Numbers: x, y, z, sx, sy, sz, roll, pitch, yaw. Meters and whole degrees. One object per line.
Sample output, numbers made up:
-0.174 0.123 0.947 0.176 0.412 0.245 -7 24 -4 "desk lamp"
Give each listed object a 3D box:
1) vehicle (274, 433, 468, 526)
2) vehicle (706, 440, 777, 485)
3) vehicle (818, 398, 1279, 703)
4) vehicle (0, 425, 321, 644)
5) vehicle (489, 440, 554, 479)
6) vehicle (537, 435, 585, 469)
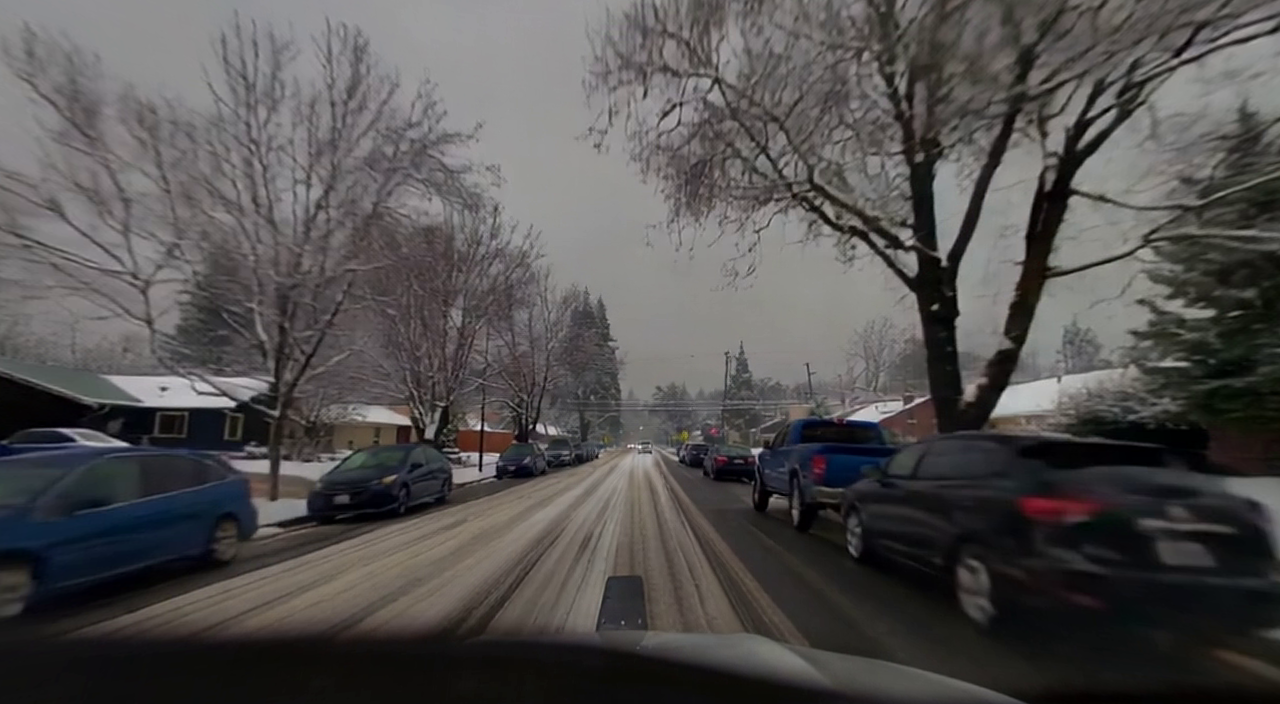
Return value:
-5.286 2.523 13.162 1.895 1.530 4.496 2 -8 2 "vehicle"
3.642 4.041 23.364 1.871 1.514 4.553 0 -8 0 "vehicle"
3.187 1.402 5.707 1.914 1.631 4.558 0 -8 2 "vehicle"
-5.427 1.529 6.215 1.899 1.538 4.611 2 -8 3 "vehicle"
-5.174 4.732 28.067 1.872 1.515 4.535 1 -8 2 "vehicle"
-4.695 6.023 38.074 2.162 1.857 4.758 2 -8 1 "vehicle"
